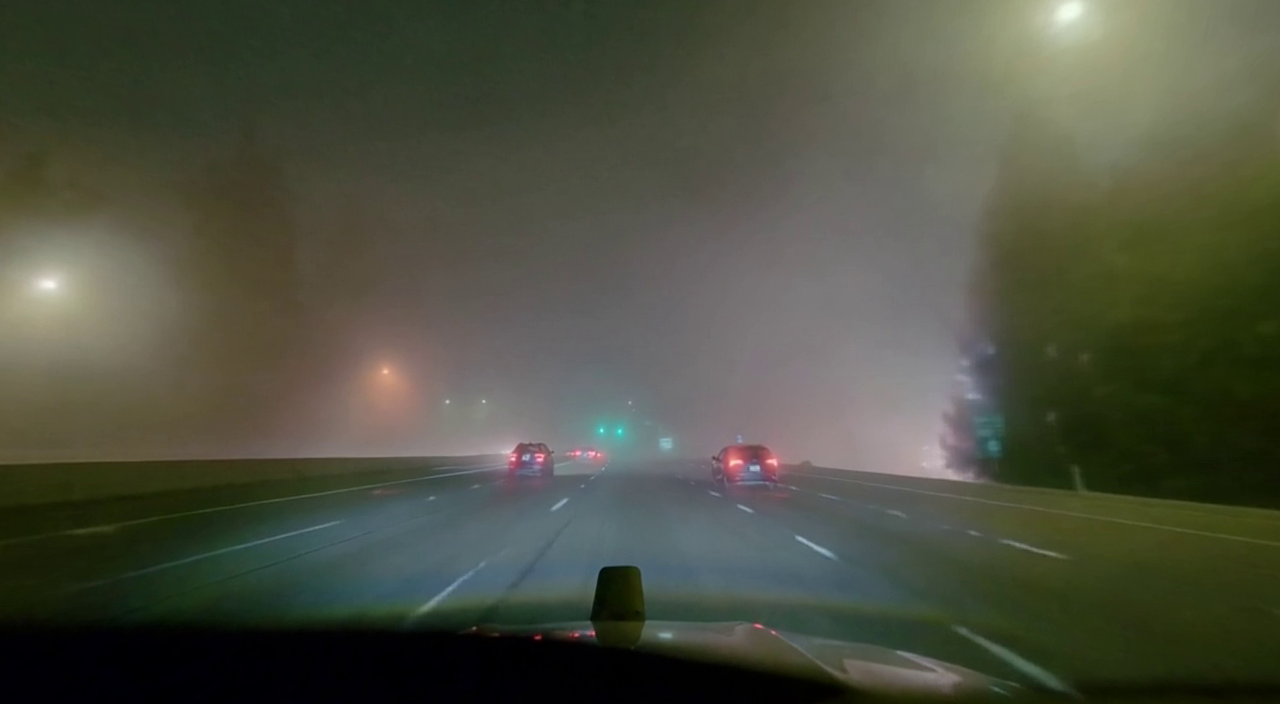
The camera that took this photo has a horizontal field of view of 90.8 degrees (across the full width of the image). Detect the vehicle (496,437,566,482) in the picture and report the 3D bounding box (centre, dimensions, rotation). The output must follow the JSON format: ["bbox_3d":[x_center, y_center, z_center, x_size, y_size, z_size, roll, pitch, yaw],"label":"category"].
[{"bbox_3d":[-4.588,4.604,27.358,2.176,1.779,4.755,0,-8,0],"label":"vehicle"}]

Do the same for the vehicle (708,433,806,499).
[{"bbox_3d":[3.297,3.304,18.716,1.997,1.686,4.247,0,-8,-1],"label":"vehicle"}]
